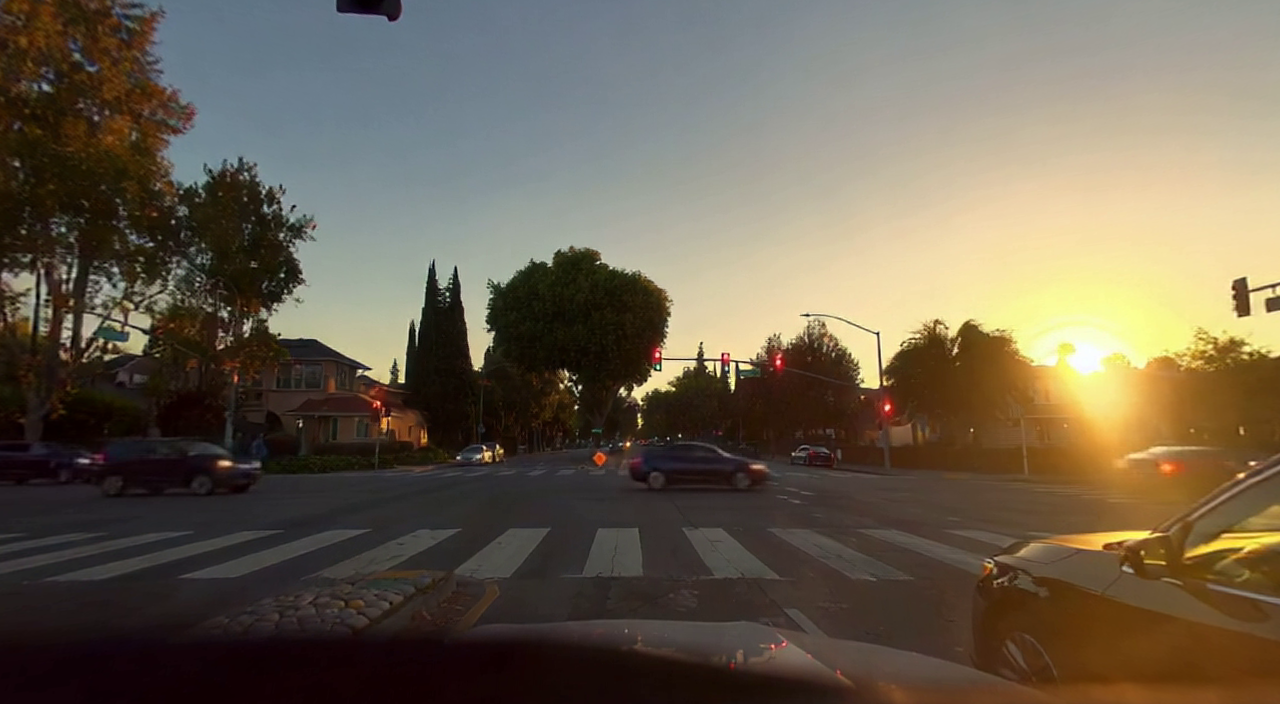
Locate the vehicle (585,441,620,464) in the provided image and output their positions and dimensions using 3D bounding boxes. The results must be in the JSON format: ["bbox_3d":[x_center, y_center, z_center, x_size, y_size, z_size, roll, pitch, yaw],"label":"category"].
[{"bbox_3d":[-2.436,6.713,42.260,2.046,1.491,4.118,0,-9,1],"label":"vehicle"}]

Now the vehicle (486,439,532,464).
[{"bbox_3d":[-8.967,6.862,43.641,2.028,1.654,5.027,0,-9,1],"label":"vehicle"}]

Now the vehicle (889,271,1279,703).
[{"bbox_3d":[2.706,0.713,1.717,2.085,1.800,4.908,0,-9,1],"label":"vehicle"}]

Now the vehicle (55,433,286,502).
[{"bbox_3d":[-12.070,2.981,16.519,4.332,1.682,2.025,0,-9,-1],"label":"vehicle"}]

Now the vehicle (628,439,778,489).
[{"bbox_3d":[1.891,3.539,20.154,4.537,1.501,1.950,0,-9,-1],"label":"vehicle"}]
